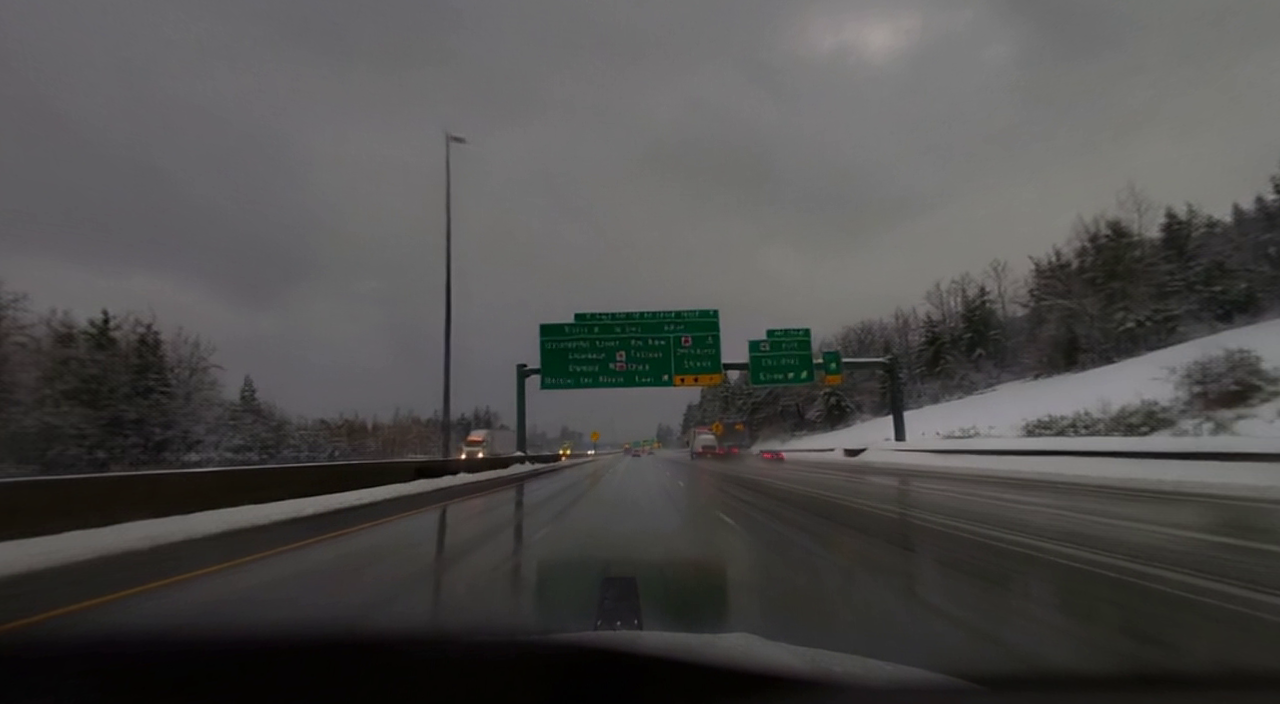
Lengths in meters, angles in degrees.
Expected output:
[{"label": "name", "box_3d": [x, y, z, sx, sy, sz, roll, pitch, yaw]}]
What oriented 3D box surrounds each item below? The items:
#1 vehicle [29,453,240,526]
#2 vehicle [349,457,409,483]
[{"label": "vehicle", "box_3d": [-12.694, 3.431, 16.197, 2.223, 1.585, 3.787, 0, -9, 0]}, {"label": "vehicle", "box_3d": [-16.562, 7.460, 40.065, 1.943, 1.483, 4.507, 0, -9, -1]}]
